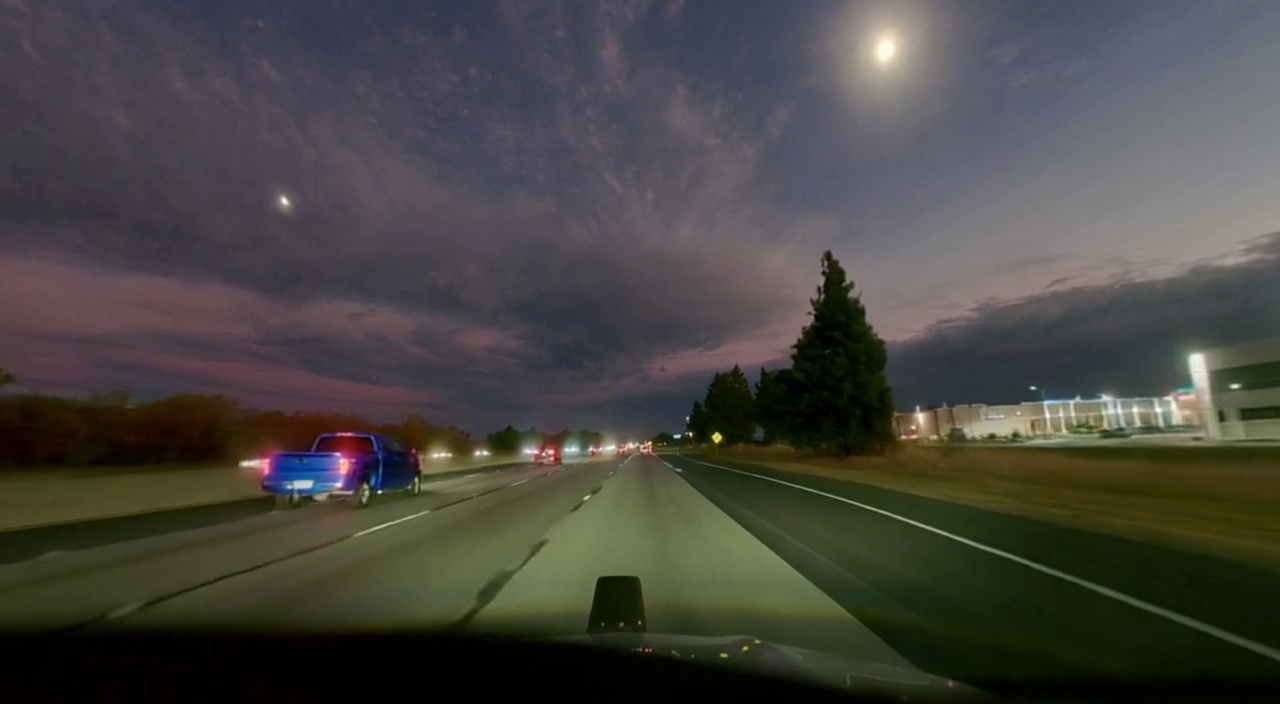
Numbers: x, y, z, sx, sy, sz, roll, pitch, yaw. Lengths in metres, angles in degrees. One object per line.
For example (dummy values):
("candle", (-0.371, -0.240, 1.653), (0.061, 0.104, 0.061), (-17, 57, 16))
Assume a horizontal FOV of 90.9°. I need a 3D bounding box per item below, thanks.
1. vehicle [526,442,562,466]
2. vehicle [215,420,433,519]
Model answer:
("vehicle", (-7.382, 7.846, 48.693), (2.021, 1.699, 4.324), (0, -8, 1))
("vehicle", (-7.118, 2.713, 15.258), (2.156, 1.911, 5.956), (0, -8, 1))
